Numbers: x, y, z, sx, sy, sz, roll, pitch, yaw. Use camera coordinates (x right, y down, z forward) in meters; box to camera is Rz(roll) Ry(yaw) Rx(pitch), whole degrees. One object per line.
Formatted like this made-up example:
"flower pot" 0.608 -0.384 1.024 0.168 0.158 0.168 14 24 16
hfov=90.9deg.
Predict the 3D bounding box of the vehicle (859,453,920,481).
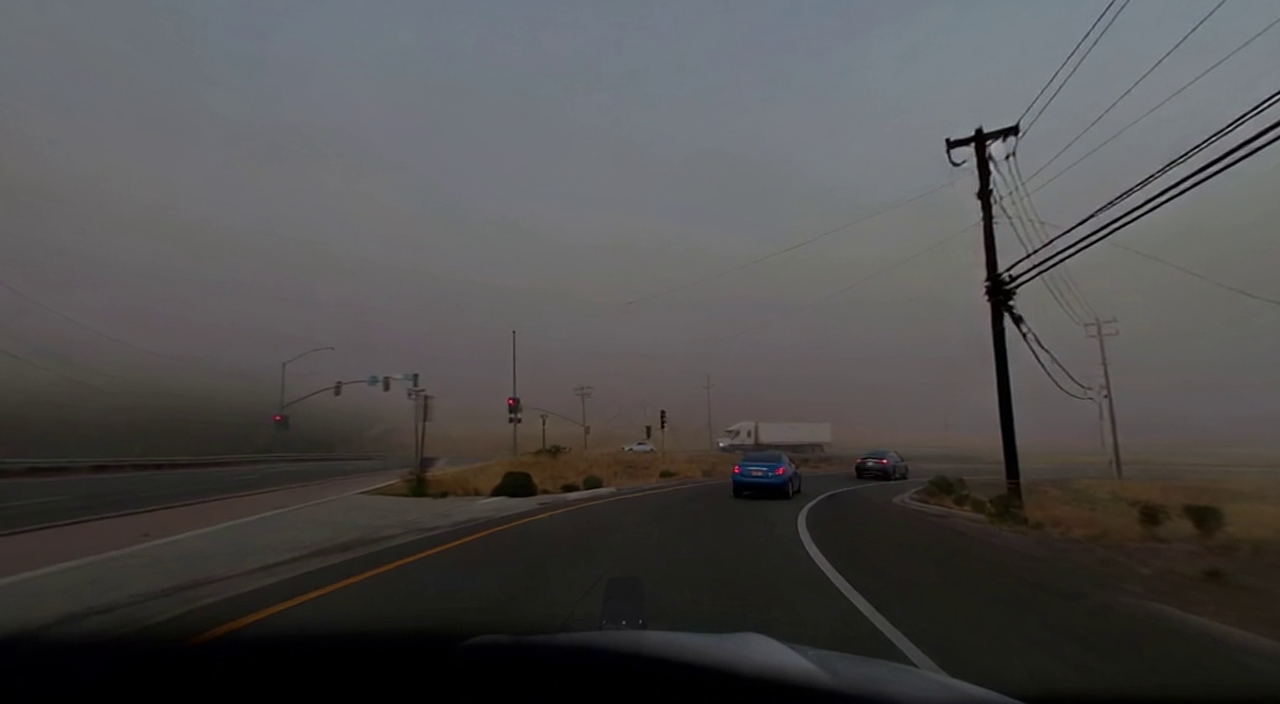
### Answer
"vehicle" 14.313 6.520 36.072 1.836 1.465 4.307 -8 -12 41

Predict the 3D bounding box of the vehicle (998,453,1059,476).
"vehicle" 28.785 8.312 46.683 4.102 1.552 1.931 4 -10 -29

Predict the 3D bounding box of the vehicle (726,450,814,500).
"vehicle" 4.342 3.925 20.556 2.026 1.407 4.374 -4 -9 21
